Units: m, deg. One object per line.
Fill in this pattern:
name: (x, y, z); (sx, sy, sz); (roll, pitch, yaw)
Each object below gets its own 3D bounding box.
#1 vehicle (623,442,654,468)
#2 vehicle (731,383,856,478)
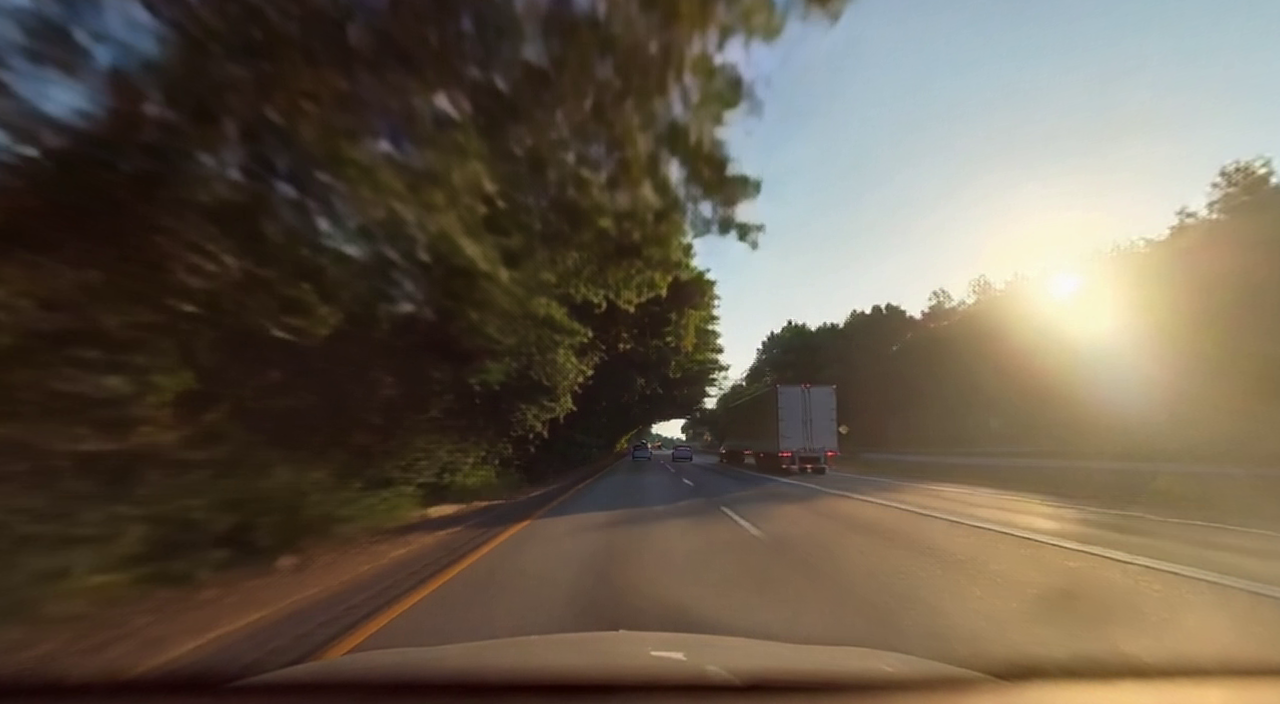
vehicle: (-0.088, 7.321, 44.891); (2.114, 1.706, 4.106); (0, -9, 0)
vehicle: (7.680, 4.474, 34.366); (3.044, 4.073, 14.016); (0, -9, -1)
